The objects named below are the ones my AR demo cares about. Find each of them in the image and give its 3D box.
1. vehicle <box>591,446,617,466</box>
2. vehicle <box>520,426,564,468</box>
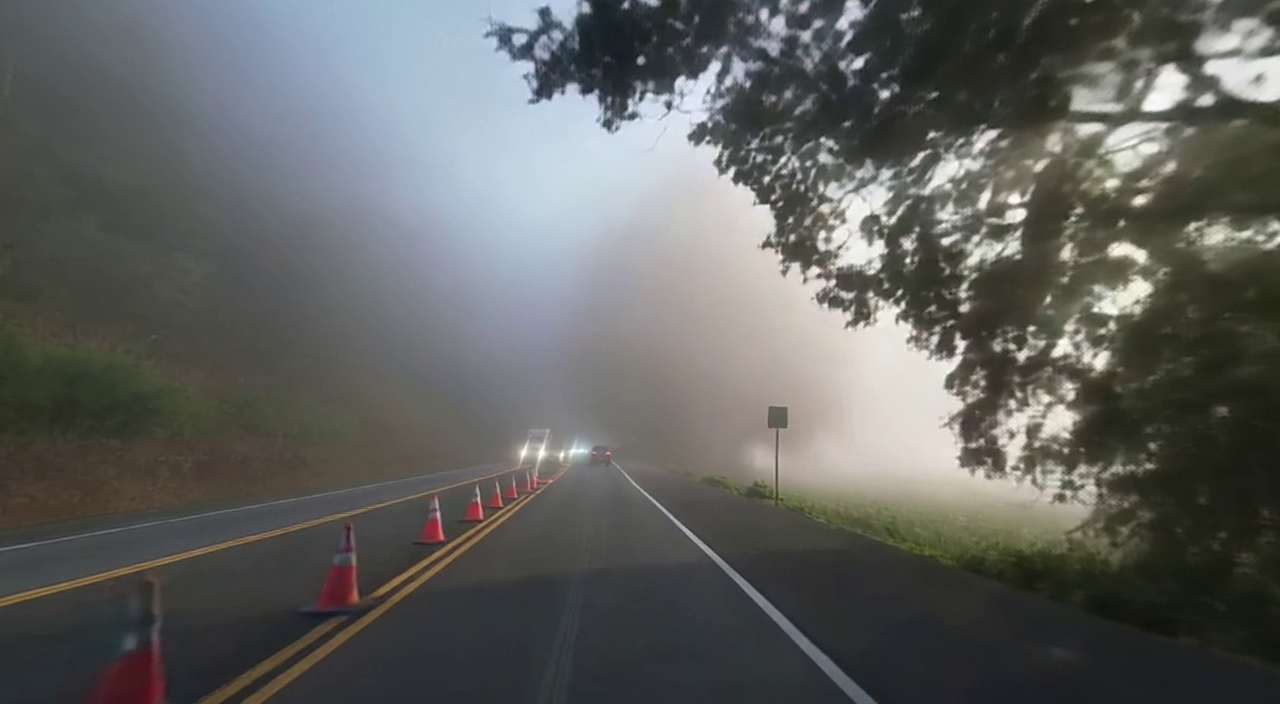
[{"bbox_3d":[-2.864,8.173,49.982,2.013,1.481,4.356,0,-8,-3],"label":"vehicle"},{"bbox_3d":[-6.241,6.111,40.778,2.380,2.488,4.028,2,-8,-4],"label":"vehicle"}]
